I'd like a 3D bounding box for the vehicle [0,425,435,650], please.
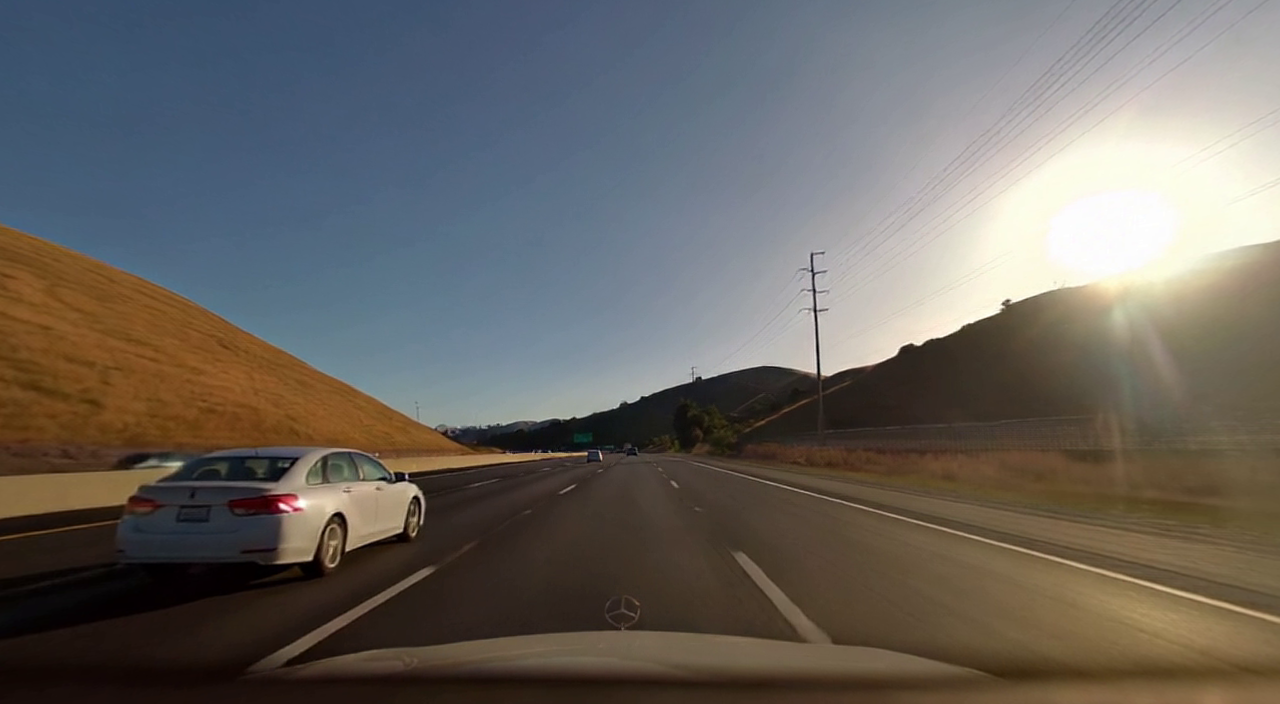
[{"bbox_3d":[-4.083,1.621,6.775,2.064,1.489,4.966,0,-9,0],"label":"vehicle"}]
